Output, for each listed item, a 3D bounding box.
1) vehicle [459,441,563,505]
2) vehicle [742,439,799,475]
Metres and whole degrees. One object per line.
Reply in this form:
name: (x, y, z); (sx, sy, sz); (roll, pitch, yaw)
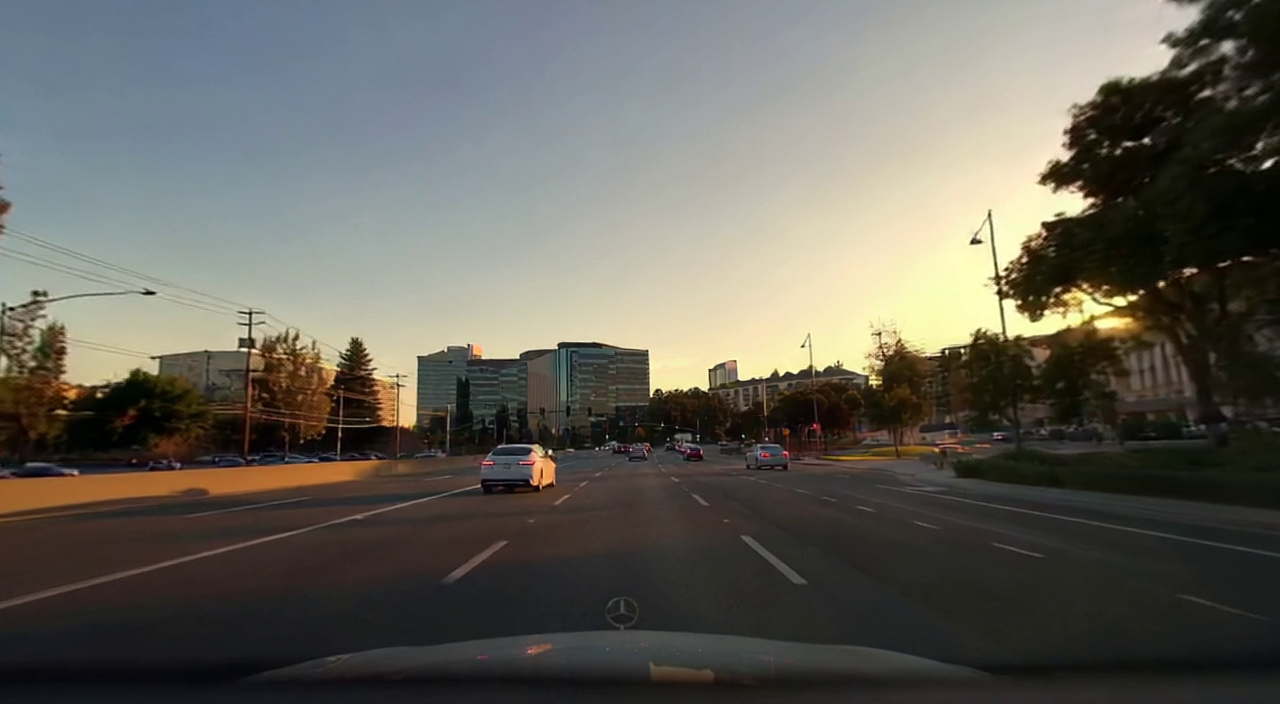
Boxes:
vehicle: (-3.278, 3.144, 16.944); (1.837, 1.463, 4.311); (0, -8, 1)
vehicle: (6.598, 5.353, 32.403); (1.945, 1.706, 4.190); (0, -8, -1)
